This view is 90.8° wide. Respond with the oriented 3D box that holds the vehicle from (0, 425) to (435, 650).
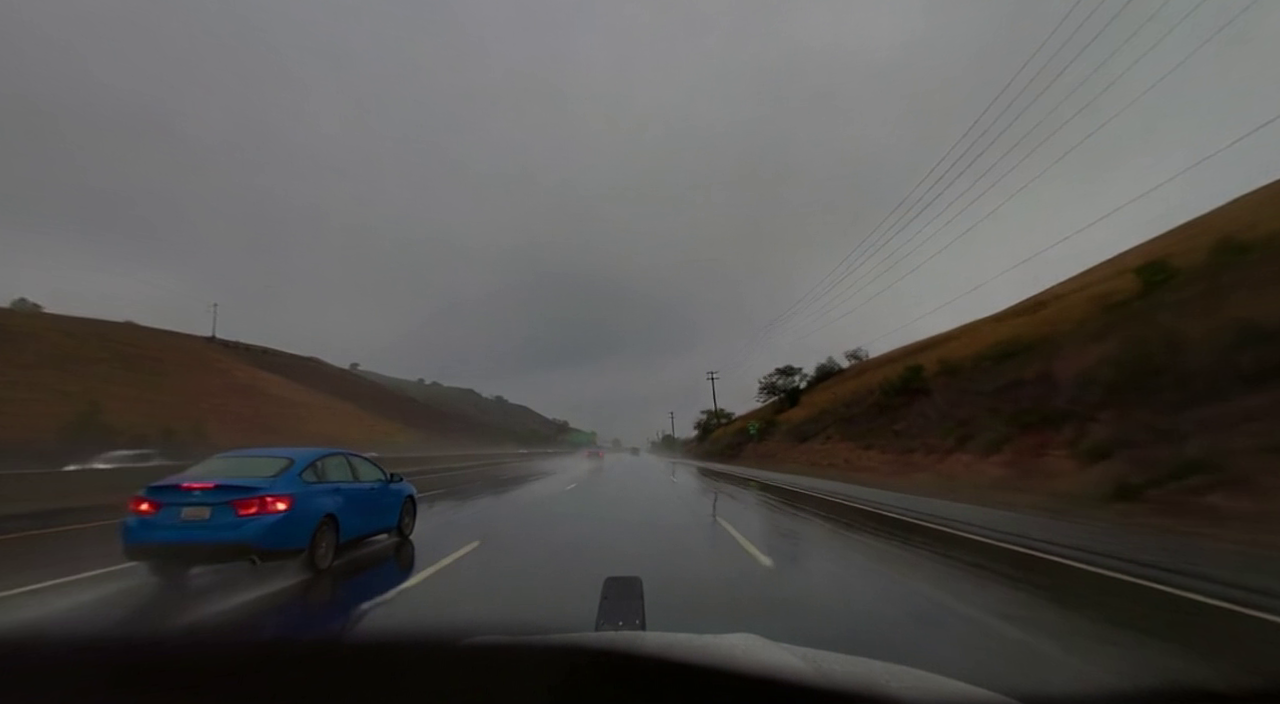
[{"bbox_3d":[-4.083,1.621,6.775,2.064,1.489,4.966,0,-9,0],"label":"vehicle"}]
